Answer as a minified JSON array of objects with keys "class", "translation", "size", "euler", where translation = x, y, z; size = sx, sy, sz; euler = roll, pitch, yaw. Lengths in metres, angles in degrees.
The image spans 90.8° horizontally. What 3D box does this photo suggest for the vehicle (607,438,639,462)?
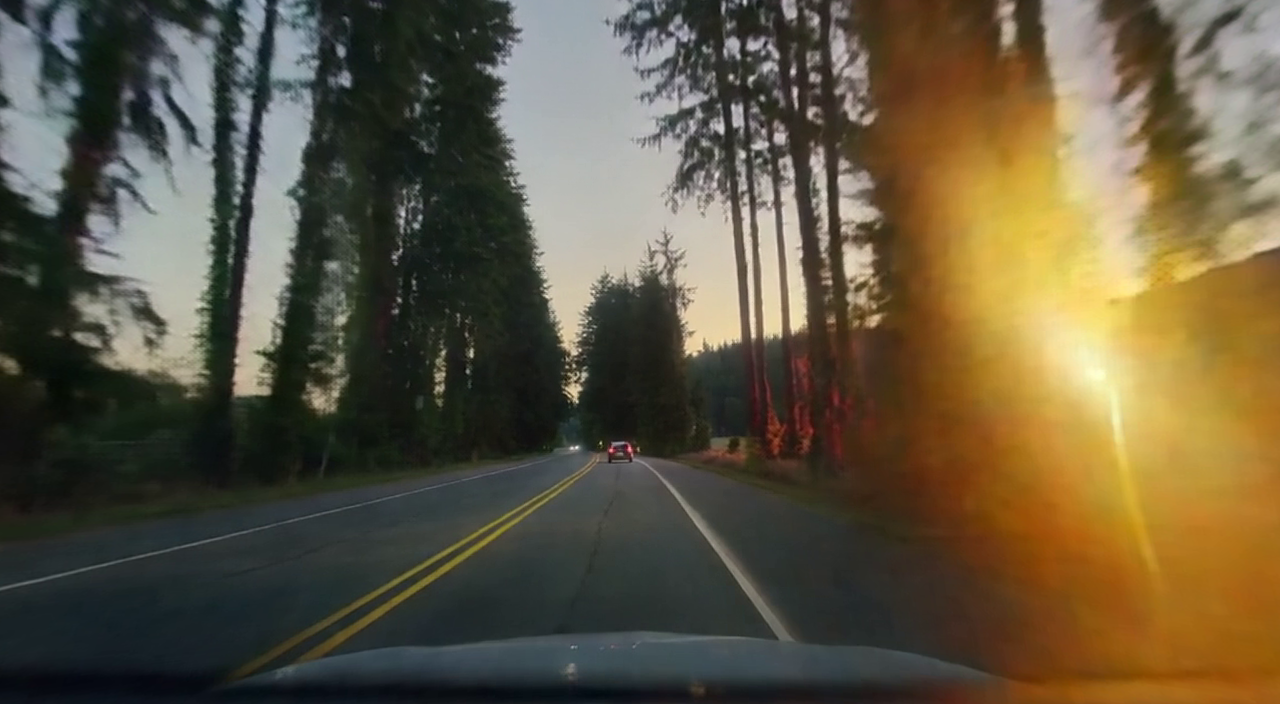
[{"class":"vehicle","translation":[-1.158,6.505,41.934],"size":[2.042,1.489,3.963],"euler":[0,-8,-2]}]
